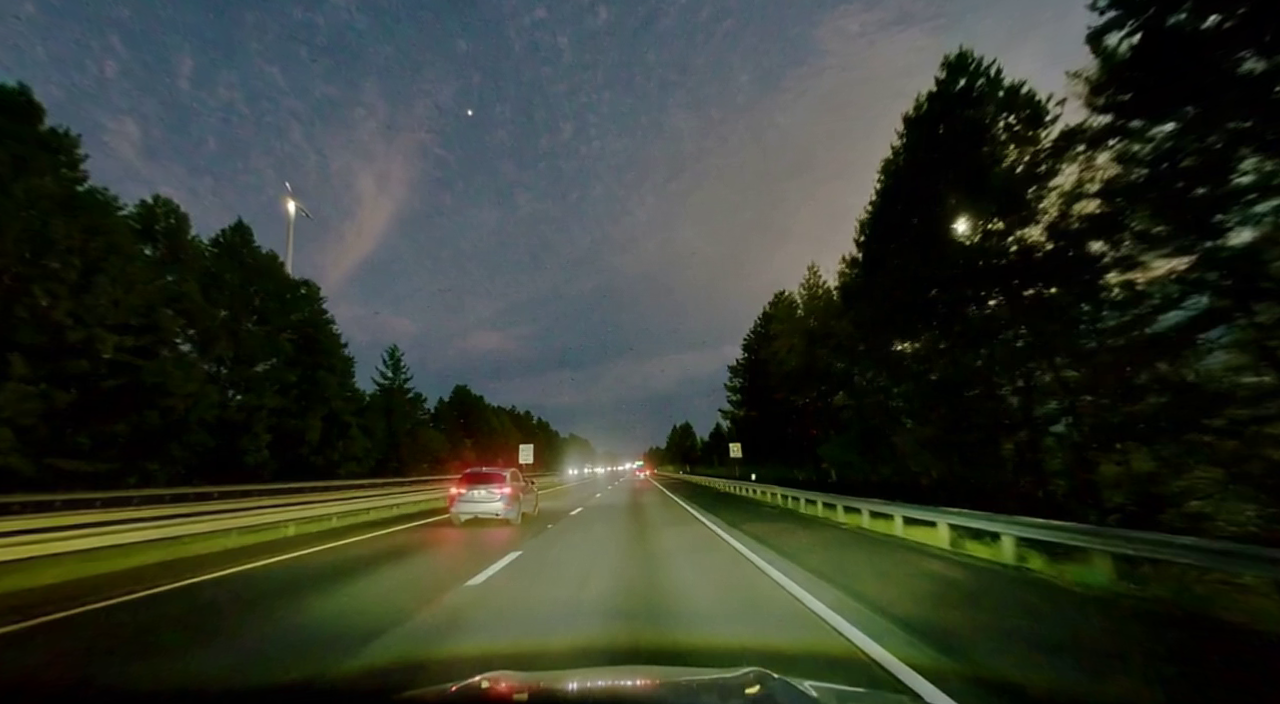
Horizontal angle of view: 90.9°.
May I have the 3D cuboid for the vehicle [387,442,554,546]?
[{"bbox_3d":[-3.191,2.832,12.989,2.124,1.705,4.440,1,-11,1],"label":"vehicle"}]
